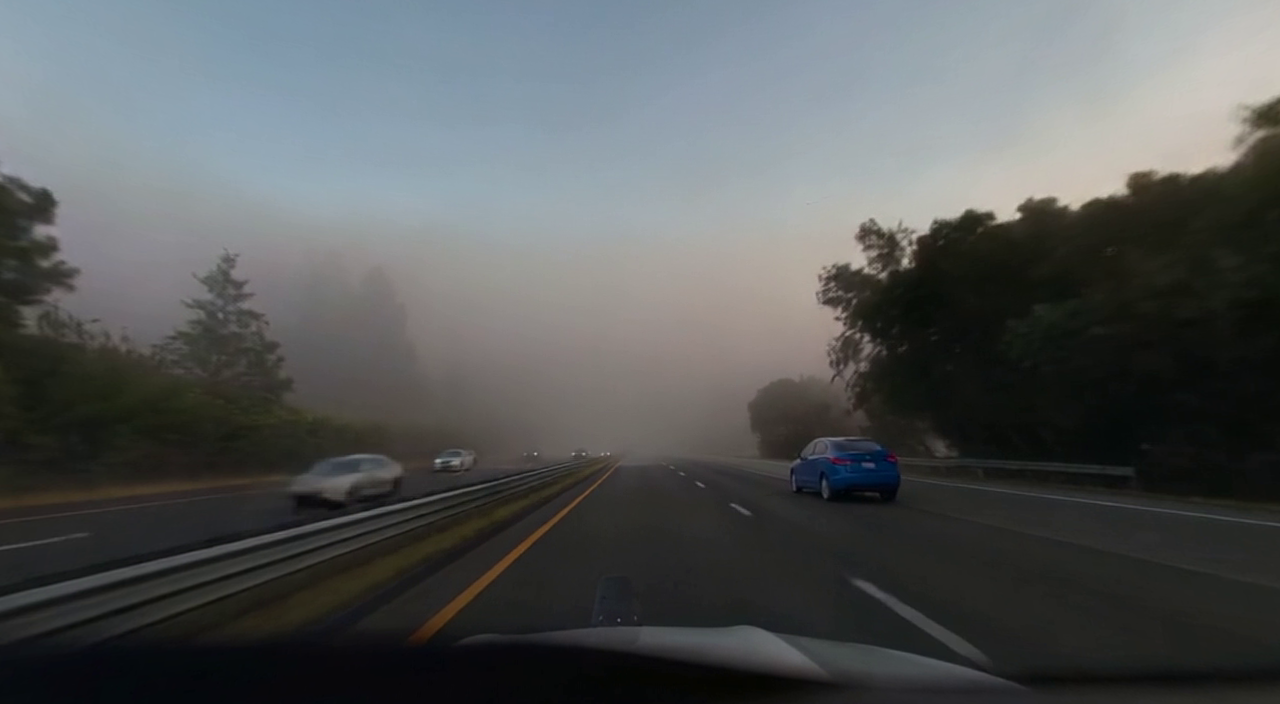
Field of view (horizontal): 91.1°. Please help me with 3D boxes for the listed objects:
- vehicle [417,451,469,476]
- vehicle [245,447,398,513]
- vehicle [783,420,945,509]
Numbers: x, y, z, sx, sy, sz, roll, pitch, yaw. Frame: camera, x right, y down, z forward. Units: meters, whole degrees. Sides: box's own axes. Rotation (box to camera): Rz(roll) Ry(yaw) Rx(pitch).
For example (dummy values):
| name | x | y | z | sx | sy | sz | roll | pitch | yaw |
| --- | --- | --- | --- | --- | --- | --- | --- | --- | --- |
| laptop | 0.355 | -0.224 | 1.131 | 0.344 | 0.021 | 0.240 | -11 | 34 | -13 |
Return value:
| name | x | y | z | sx | sy | sz | roll | pitch | yaw |
| --- | --- | --- | --- | --- | --- | --- | --- | --- | --- |
| vehicle | -12.953 | 7.333 | 41.617 | 1.944 | 1.474 | 4.503 | 0 | -9 | 0 |
| vehicle | -8.607 | 3.453 | 17.530 | 1.912 | 1.549 | 4.435 | 0 | -9 | 0 |
| vehicle | 5.110 | 2.656 | 15.181 | 2.117 | 1.783 | 4.627 | 0 | -9 | -1 |
